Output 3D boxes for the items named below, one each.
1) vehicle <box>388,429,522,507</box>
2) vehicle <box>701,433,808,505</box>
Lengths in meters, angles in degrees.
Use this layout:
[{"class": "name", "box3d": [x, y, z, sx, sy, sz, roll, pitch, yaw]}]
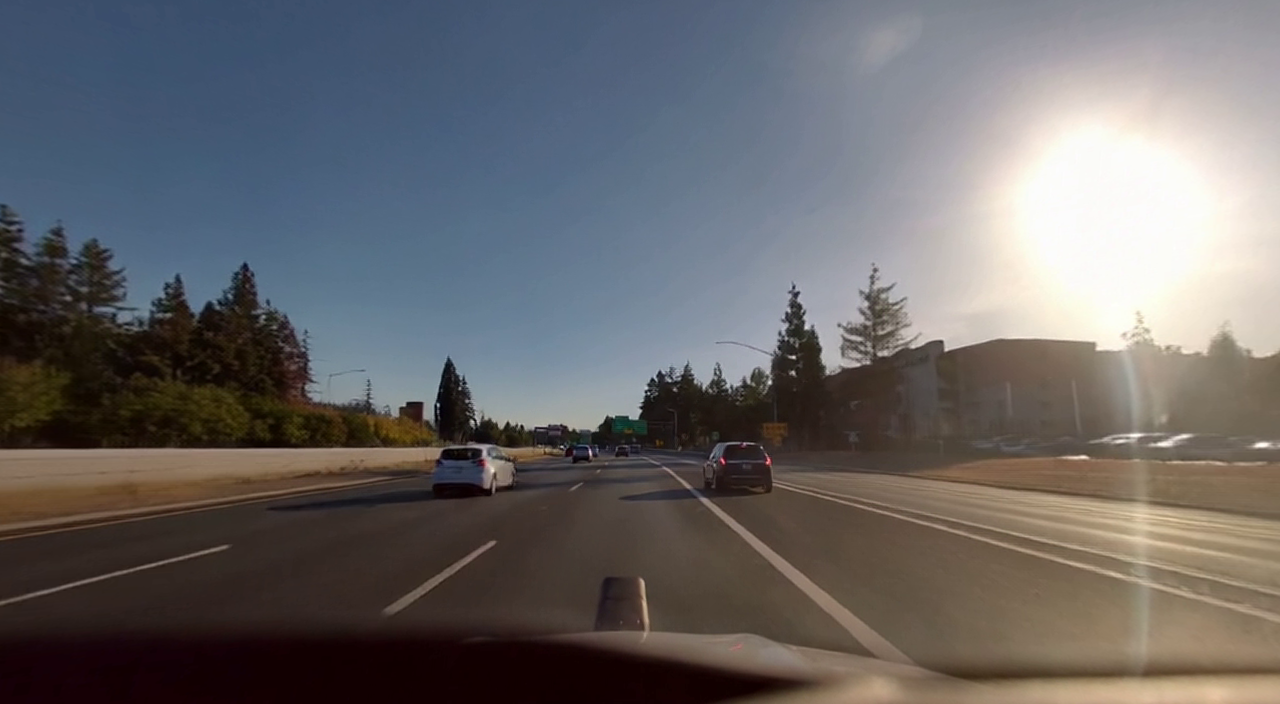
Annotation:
[{"class": "vehicle", "box3d": [-4.715, 3.030, 16.985, 2.176, 1.779, 4.755, 0, -8, 0]}, {"class": "vehicle", "box3d": [2.919, 3.074, 17.123, 1.997, 1.686, 4.247, 0, -8, -1]}]
